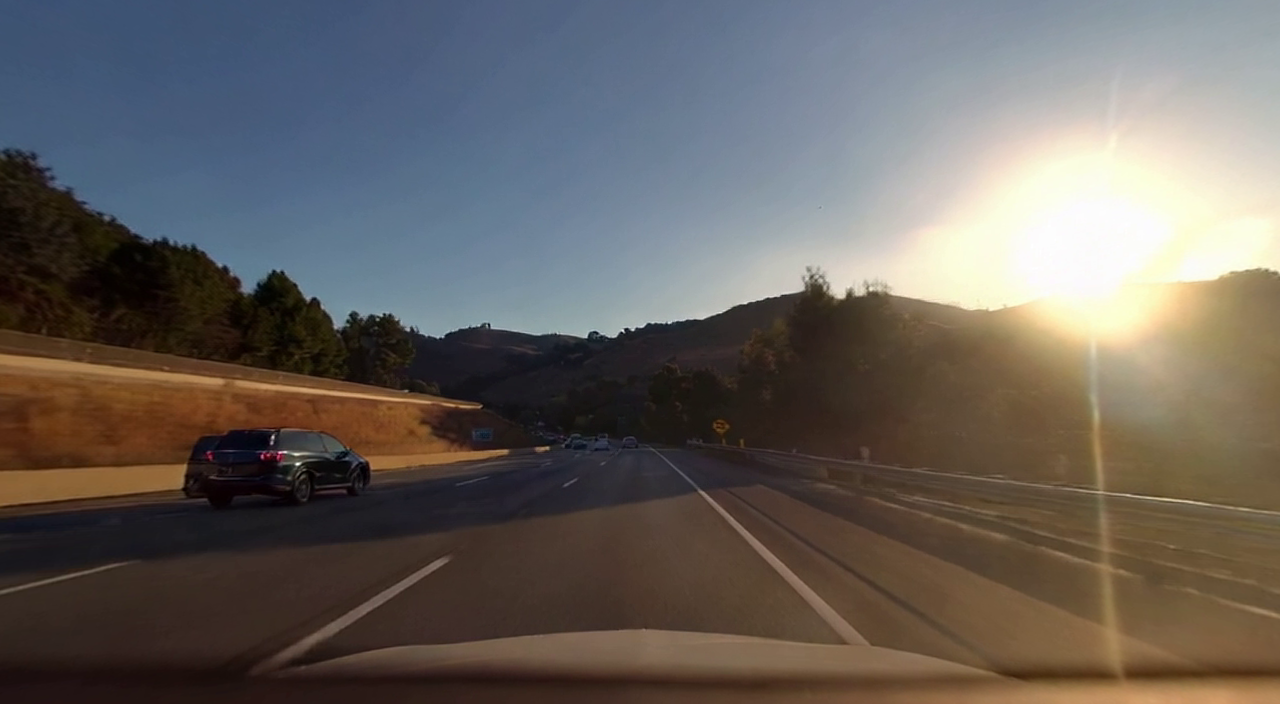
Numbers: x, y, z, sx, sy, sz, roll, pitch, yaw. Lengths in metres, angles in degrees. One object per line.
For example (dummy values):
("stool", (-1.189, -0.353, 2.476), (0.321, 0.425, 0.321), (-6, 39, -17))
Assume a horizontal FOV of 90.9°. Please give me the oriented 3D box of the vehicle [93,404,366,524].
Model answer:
("vehicle", (-7.725, 2.181, 12.734), (2.151, 1.925, 4.945), (0, -9, 0))
